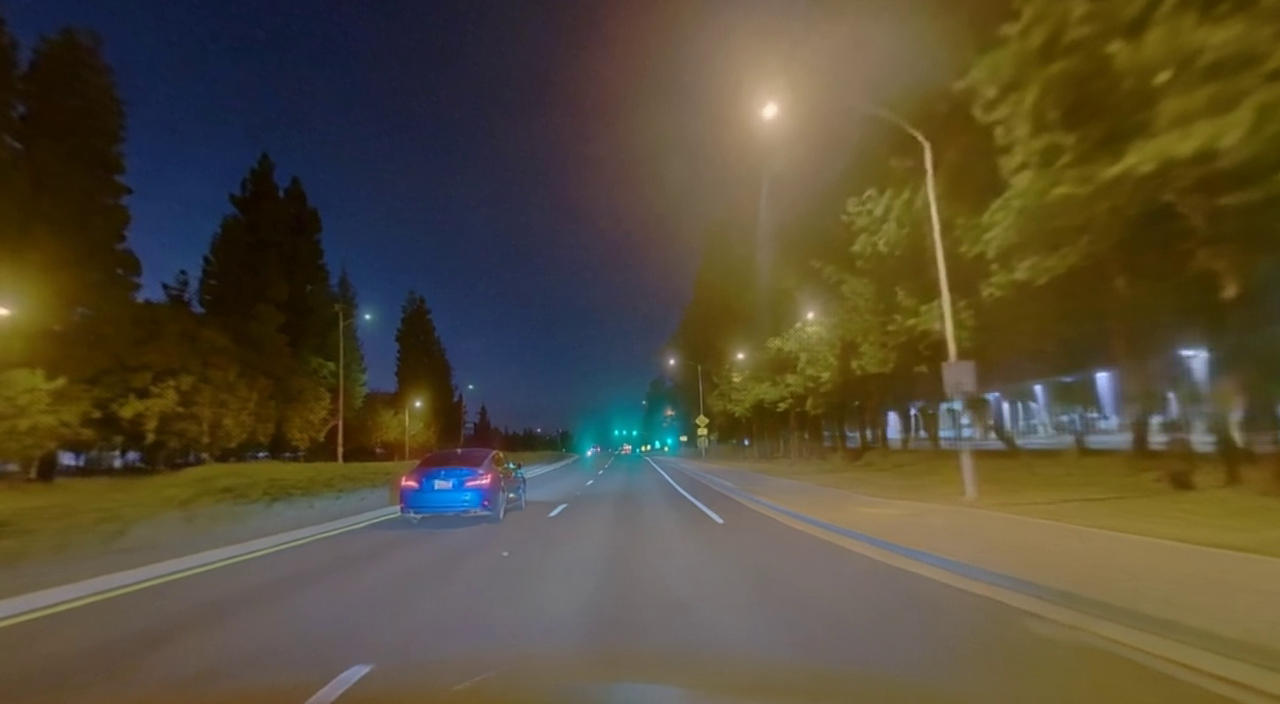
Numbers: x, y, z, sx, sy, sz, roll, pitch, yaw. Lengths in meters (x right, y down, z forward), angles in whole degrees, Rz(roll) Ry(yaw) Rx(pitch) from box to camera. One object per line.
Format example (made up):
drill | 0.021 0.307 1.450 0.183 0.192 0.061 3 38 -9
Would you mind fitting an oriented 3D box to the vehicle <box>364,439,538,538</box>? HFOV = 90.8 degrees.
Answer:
vehicle | -3.214 2.379 11.699 1.964 1.472 4.078 0 -8 0
